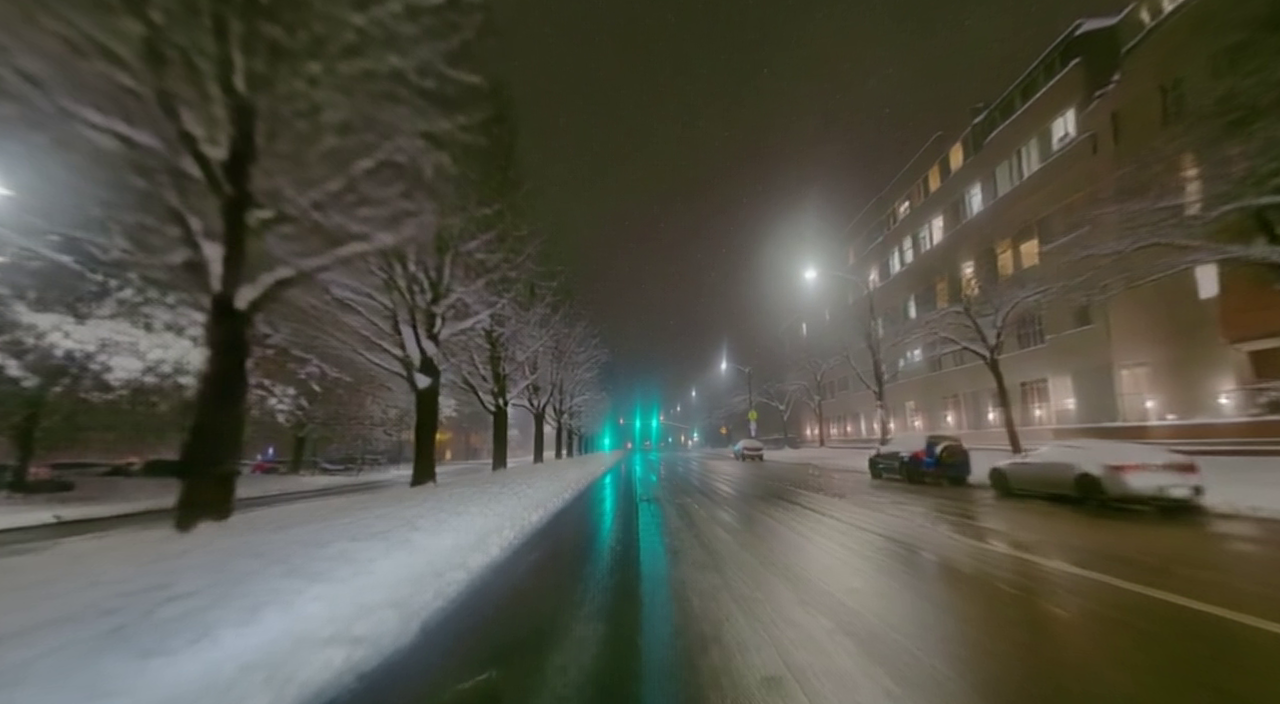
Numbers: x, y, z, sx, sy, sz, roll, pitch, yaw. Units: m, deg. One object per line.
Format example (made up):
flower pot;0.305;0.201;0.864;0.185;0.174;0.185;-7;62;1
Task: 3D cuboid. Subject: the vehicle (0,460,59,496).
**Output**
vehicle;-32.268;6.327;31.980;3.953;1.672;1.984;-1;-9;9

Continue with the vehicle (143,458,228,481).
vehicle;-30.826;7.960;42.917;4.289;1.480;1.890;0;-8;1

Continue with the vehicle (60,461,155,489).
vehicle;-31.507;7.271;37.445;3.899;1.490;1.970;-1;-8;4

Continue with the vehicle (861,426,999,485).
vehicle;9.928;3.593;22.207;2.272;1.843;4.913;0;-8;-3

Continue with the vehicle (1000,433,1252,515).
vehicle;10.147;2.550;13.785;1.964;1.477;4.459;0;-8;0

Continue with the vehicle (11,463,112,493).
vehicle;-31.617;6.879;34.591;3.717;1.490;1.956;-1;-8;5
